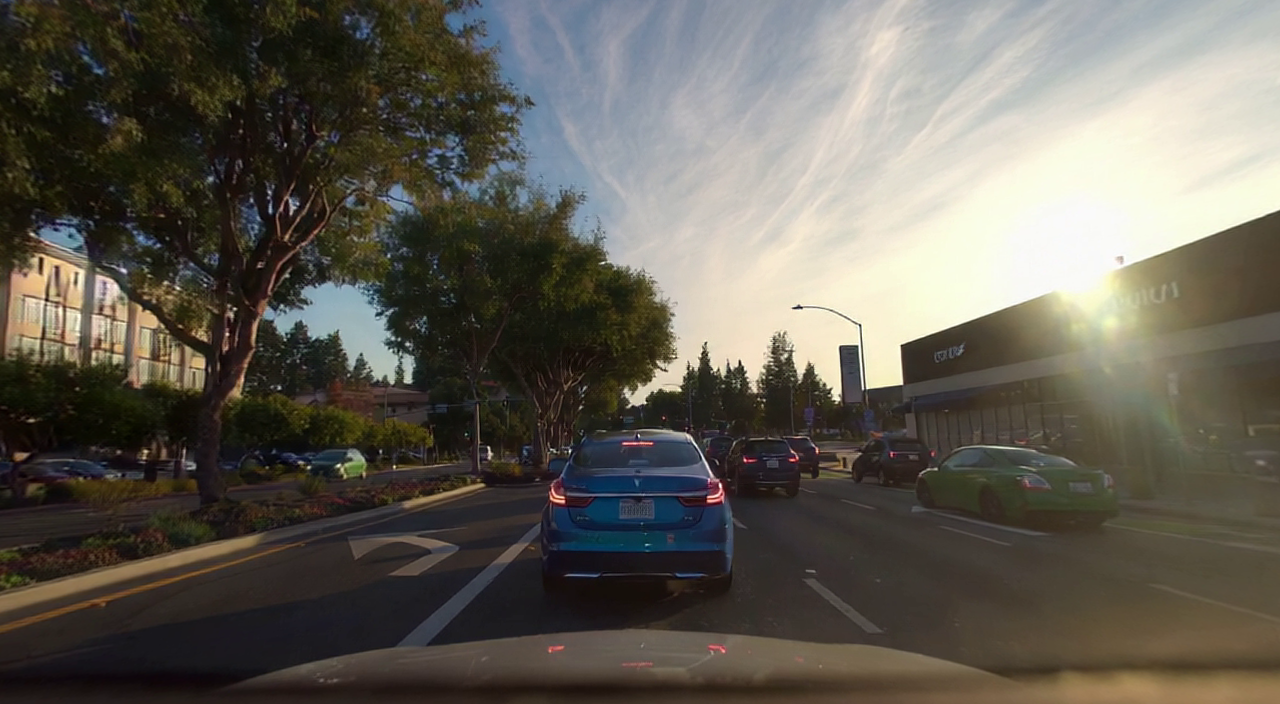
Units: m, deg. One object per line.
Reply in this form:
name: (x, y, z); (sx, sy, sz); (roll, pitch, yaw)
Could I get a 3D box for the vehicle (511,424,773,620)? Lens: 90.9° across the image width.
vehicle: (-0.017, 1.609, 7.021); (1.977, 1.465, 4.376); (0, -8, -1)

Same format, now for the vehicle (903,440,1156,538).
vehicle: (6.836, 2.402, 11.795); (1.911, 1.468, 4.417); (0, -8, 0)

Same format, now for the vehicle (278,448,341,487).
vehicle: (-16.741, 5.743, 31.789); (2.163, 1.743, 4.428); (6, -10, -34)

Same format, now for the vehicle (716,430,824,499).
vehicle: (3.608, 3.207, 18.457); (2.114, 1.736, 4.553); (0, -8, -1)
